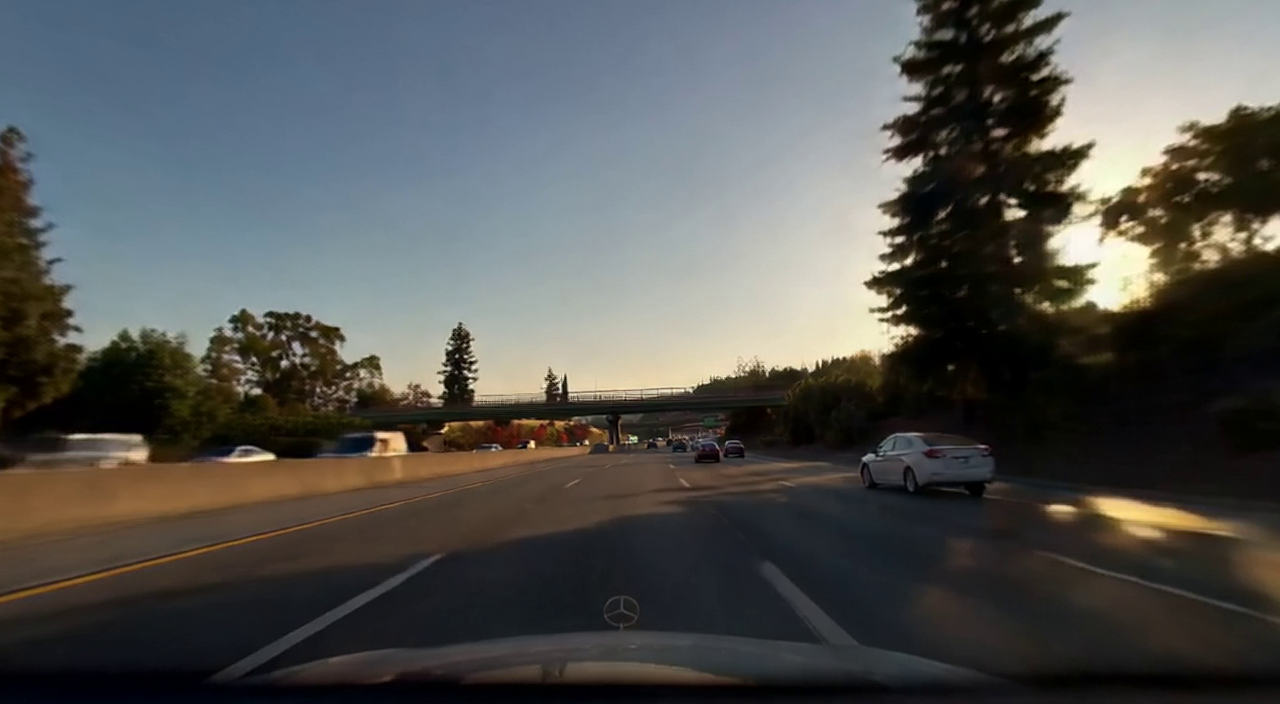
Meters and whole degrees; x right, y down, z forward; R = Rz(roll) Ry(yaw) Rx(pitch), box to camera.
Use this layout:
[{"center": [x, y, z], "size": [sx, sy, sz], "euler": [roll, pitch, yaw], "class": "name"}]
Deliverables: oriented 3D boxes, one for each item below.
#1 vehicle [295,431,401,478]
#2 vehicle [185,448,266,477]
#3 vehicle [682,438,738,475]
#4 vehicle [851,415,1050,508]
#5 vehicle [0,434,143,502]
[{"center": [-13.449, 4.775, 29.584], "size": [2.310, 1.956, 5.331], "euler": [-1, -9, 1], "class": "vehicle"}, {"center": [-23.310, 6.199, 35.692], "size": [1.832, 1.526, 3.977], "euler": [0, -9, 0], "class": "vehicle"}, {"center": [2.987, 4.586, 27.903], "size": [1.981, 1.471, 4.342], "euler": [0, -9, 0], "class": "vehicle"}, {"center": [6.966, 2.527, 14.990], "size": [2.087, 1.806, 4.946], "euler": [0, -9, -1], "class": "vehicle"}, {"center": [-19.952, 3.730, 20.717], "size": [2.242, 1.980, 6.315], "euler": [0, -9, -1], "class": "vehicle"}]
